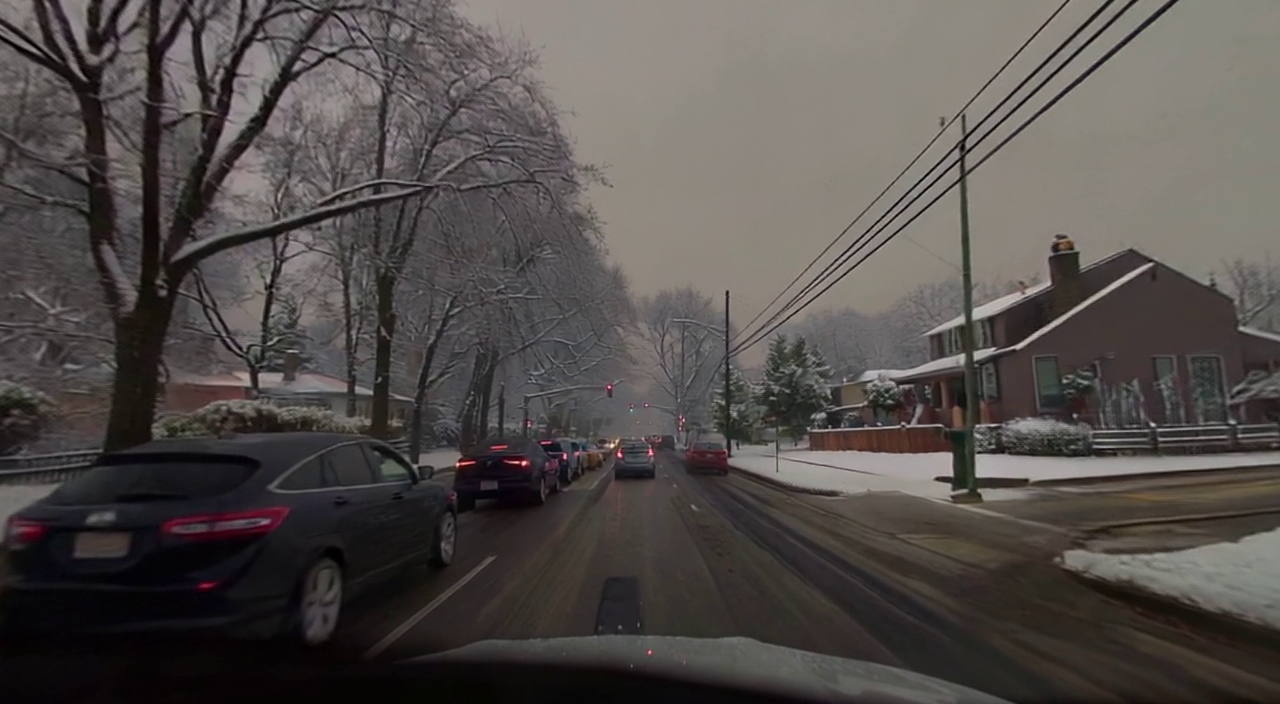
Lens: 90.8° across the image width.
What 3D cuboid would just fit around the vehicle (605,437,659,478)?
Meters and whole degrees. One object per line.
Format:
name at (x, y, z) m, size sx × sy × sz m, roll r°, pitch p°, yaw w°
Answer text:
vehicle at (-0.339, 4.068, 24.537) m, size 1.927 × 1.453 × 3.848 m, roll 0°, pitch -8°, yaw -1°

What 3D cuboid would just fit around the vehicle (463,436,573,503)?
vehicle at (-2.990, 2.990, 16.592) m, size 1.897 × 1.484 × 4.716 m, roll 0°, pitch -9°, yaw 1°

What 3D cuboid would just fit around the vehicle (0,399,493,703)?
vehicle at (-2.693, 1.270, 4.738) m, size 2.081 × 1.488 × 4.566 m, roll 0°, pitch -9°, yaw 0°

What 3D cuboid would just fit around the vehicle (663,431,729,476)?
vehicle at (2.240, 4.273, 26.774) m, size 2.258 × 1.682 × 4.635 m, roll 0°, pitch -8°, yaw -1°

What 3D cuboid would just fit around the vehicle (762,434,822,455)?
vehicle at (10.994, 6.735, 45.888) m, size 3.883 × 1.496 × 1.779 m, roll 0°, pitch -8°, yaw -1°
